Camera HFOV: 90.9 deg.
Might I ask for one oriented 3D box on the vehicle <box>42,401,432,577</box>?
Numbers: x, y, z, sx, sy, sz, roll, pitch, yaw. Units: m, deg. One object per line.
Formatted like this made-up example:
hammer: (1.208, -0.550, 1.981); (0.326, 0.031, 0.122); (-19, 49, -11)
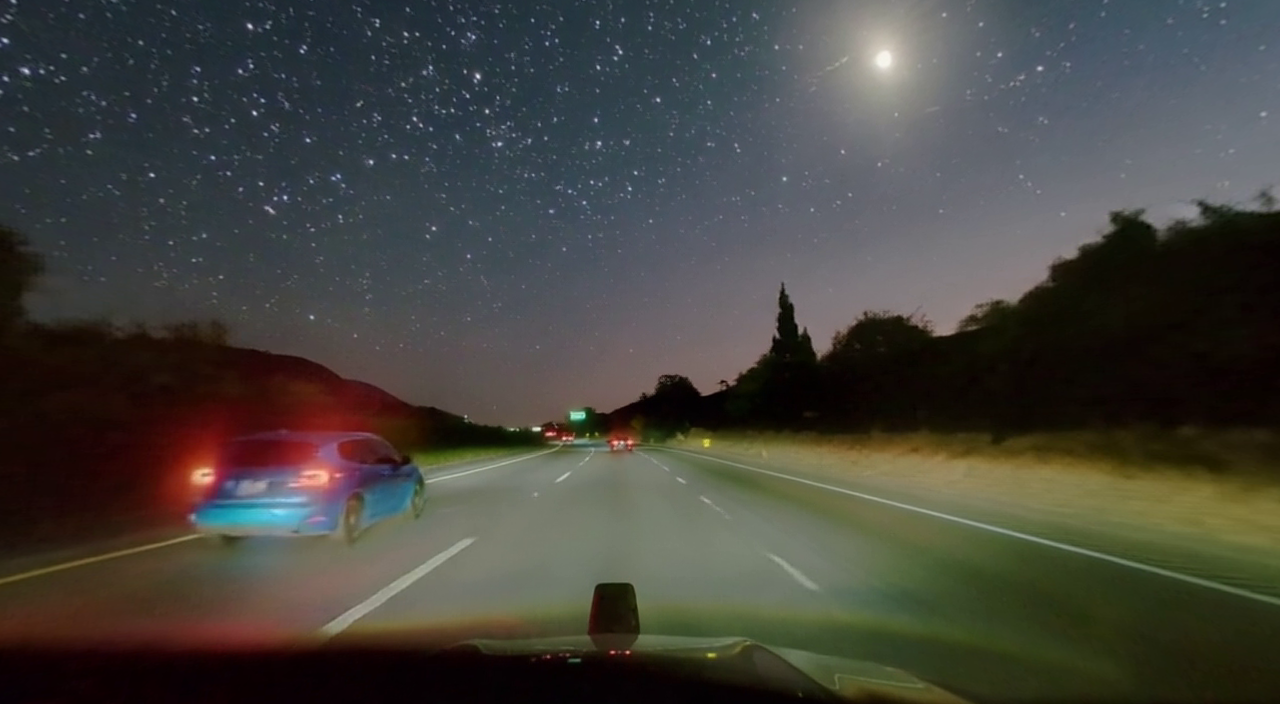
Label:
vehicle: (-4.561, 1.602, 8.357); (2.039, 1.627, 4.844); (0, -8, -1)

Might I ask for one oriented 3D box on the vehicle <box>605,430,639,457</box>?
vehicle: (-1.168, 5.780, 39.954); (2.041, 1.618, 3.898); (0, -8, -3)
